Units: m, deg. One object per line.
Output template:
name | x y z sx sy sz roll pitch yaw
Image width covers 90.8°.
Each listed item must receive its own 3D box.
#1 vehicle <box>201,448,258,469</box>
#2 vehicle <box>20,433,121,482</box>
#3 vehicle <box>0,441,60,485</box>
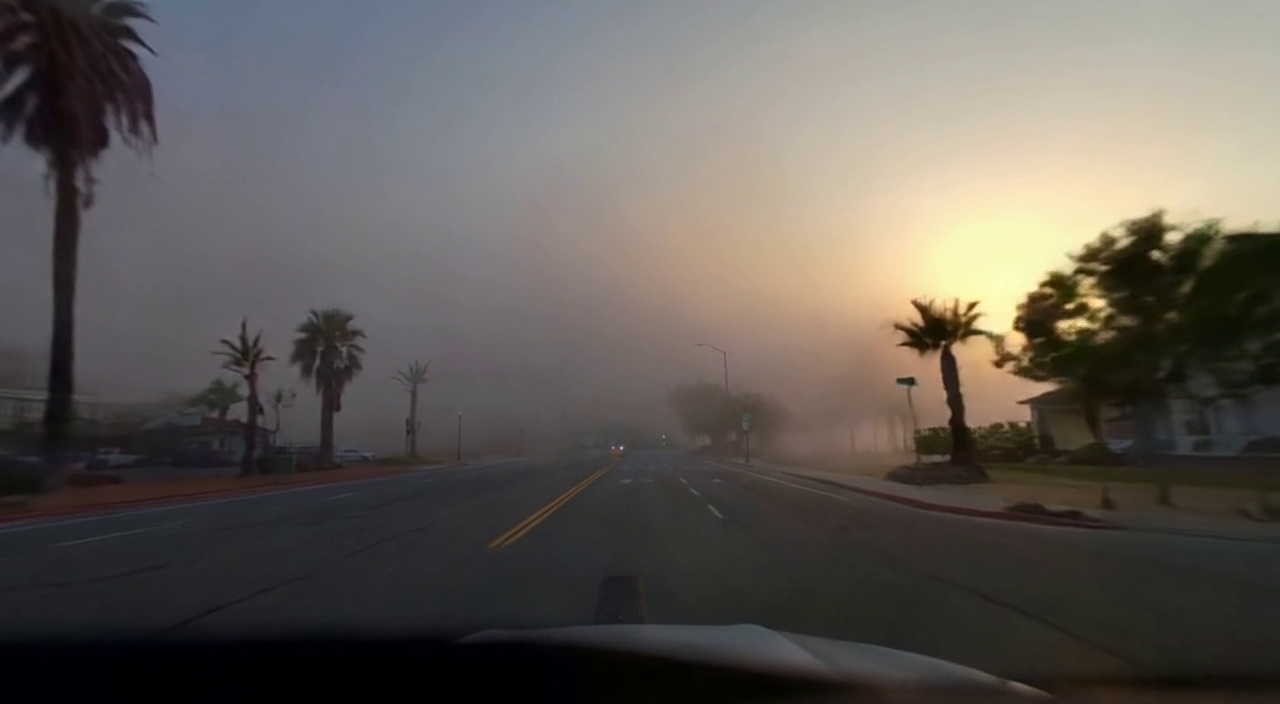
vehicle | -32.441 8.406 49.884 4.072 1.545 1.920 -4 -9 27
vehicle | -26.863 4.919 29.776 4.793 2.087 1.929 -4 -10 30
vehicle | -26.743 4.690 26.765 4.270 1.690 1.978 -6 -9 32
